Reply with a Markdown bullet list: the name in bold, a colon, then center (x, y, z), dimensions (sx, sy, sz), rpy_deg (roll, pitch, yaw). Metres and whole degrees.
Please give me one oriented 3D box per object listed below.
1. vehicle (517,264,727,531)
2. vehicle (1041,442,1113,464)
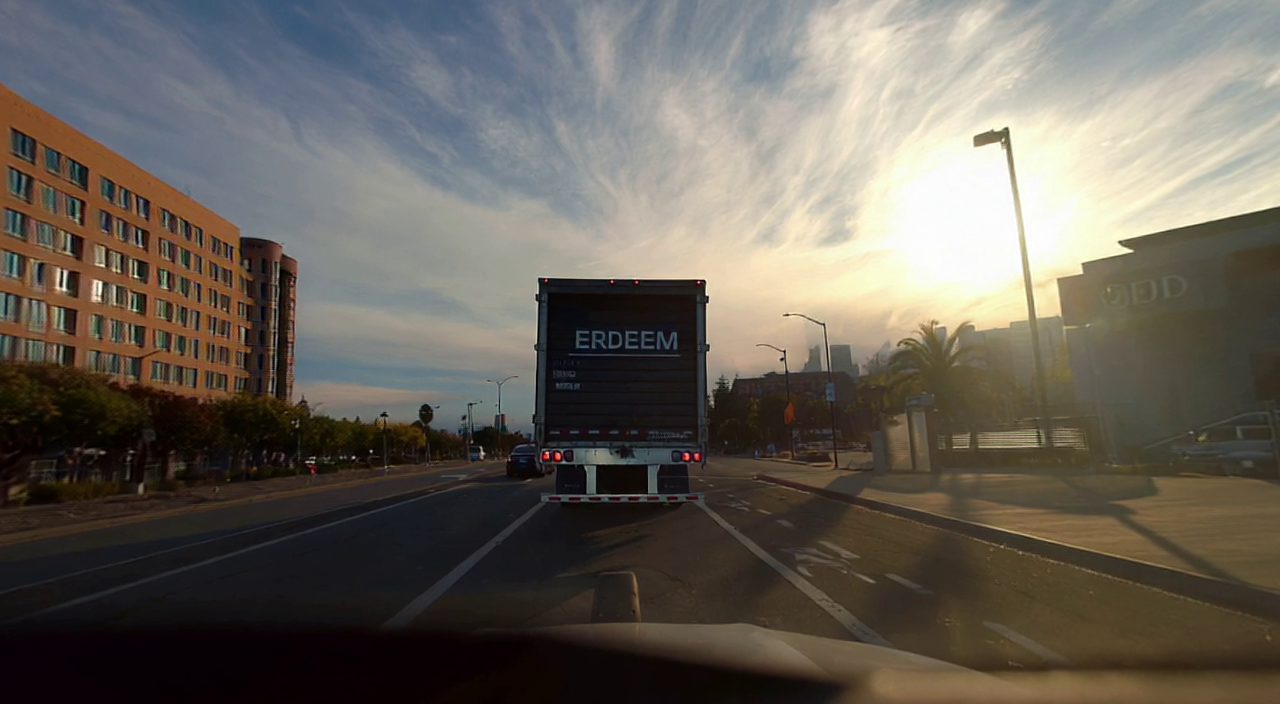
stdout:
- **vehicle**: center (-0.192, 1.212, 13.471), dimensions (2.876, 3.724, 9.351), rpy_deg (0, -8, 1)
- **vehicle**: center (31.365, 7.222, 45.157), dimensions (1.652, 1.423, 3.797), rpy_deg (5, -9, -35)
